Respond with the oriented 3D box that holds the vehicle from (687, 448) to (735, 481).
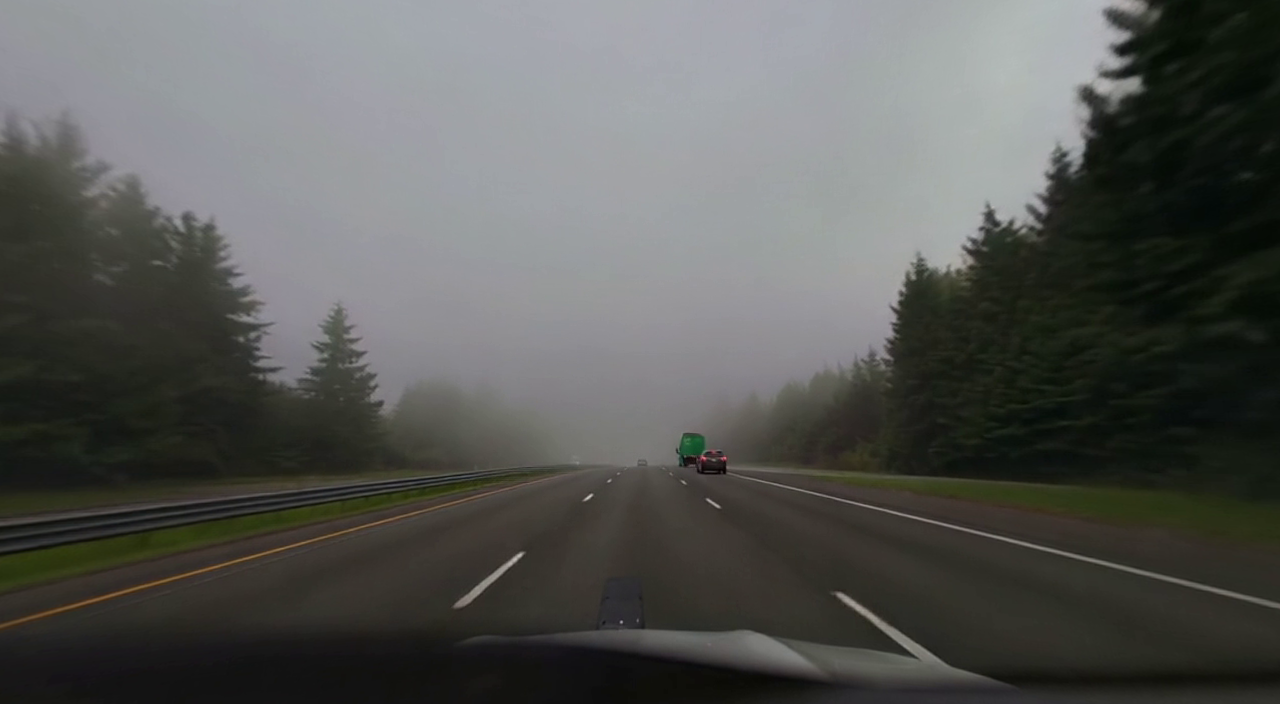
[{"bbox_3d":[3.642,5.817,32.876,2.019,1.601,3.953,0,-9,0],"label":"vehicle"}]
